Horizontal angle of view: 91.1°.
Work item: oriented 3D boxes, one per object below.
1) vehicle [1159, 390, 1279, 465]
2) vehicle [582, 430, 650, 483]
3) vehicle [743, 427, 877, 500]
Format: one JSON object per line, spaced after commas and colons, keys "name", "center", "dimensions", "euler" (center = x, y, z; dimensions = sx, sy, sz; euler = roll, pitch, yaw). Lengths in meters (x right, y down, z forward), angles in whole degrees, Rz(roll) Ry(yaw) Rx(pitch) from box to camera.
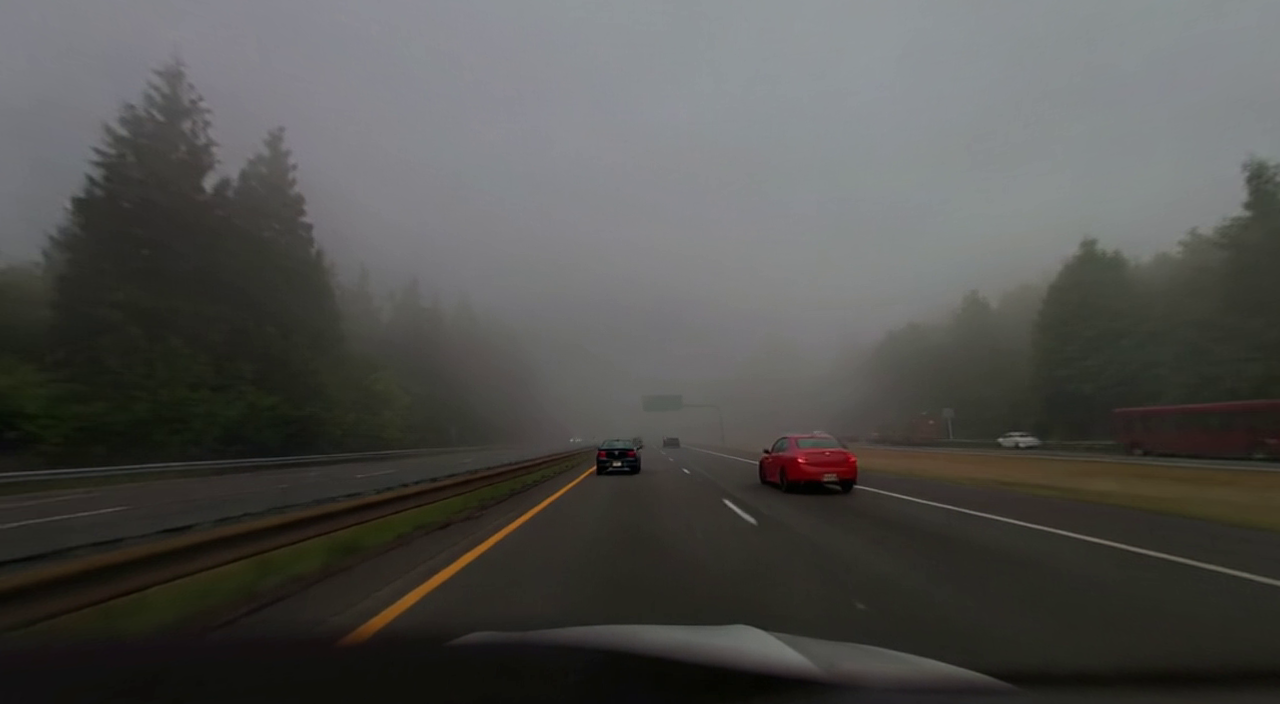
{"name": "vehicle", "center": [33.617, 4.118, 34.069], "dimensions": [2.989, 3.754, 9.173], "euler": [1, -7, -1]}
{"name": "vehicle", "center": [-0.673, 3.198, 19.619], "dimensions": [1.897, 1.479, 3.724], "euler": [0, -8, 0]}
{"name": "vehicle", "center": [3.935, 2.633, 15.430], "dimensions": [2.010, 1.508, 4.285], "euler": [0, -8, -1]}
